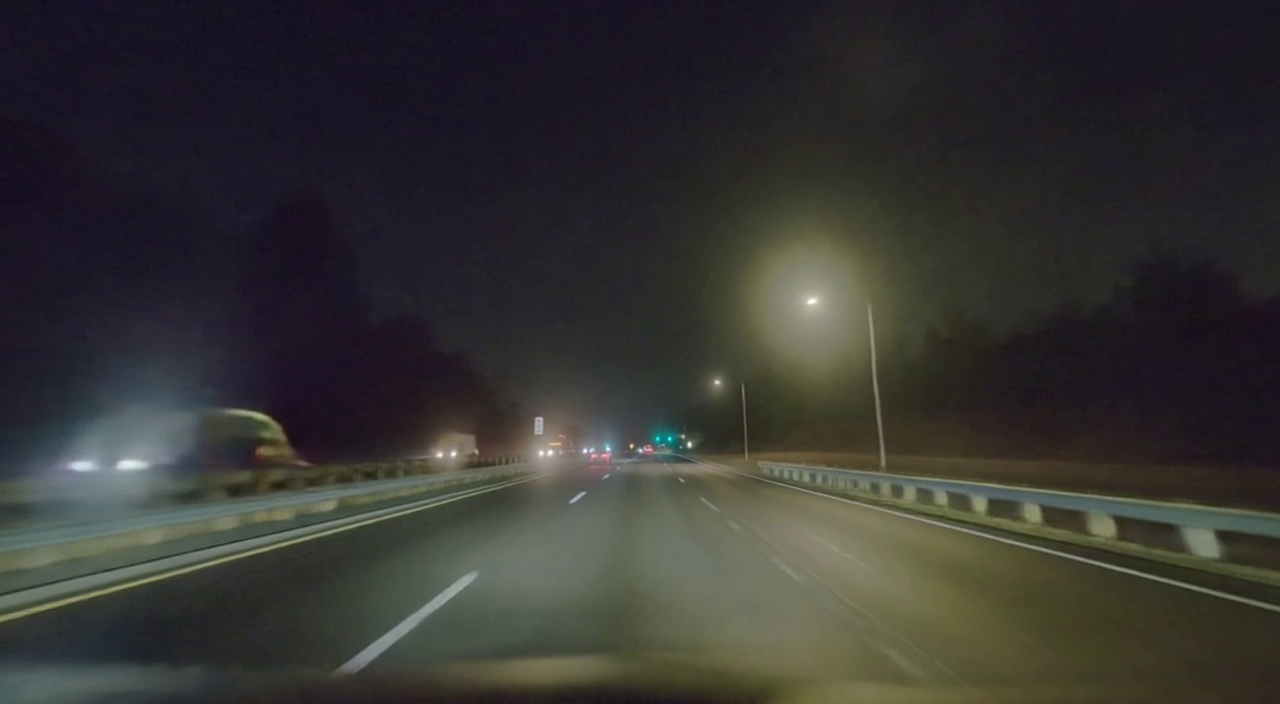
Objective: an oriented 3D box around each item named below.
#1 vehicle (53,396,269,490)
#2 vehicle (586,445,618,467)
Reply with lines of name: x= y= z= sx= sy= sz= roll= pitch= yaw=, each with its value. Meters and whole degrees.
vehicle: x=-18.162 y=3.611 z=24.762 sx=2.576 sy=3.132 sz=7.322 roll=0 pitch=-9 yaw=0
vehicle: x=-2.679 y=7.556 z=45.966 sx=1.991 sy=1.473 sz=4.707 roll=0 pitch=-9 yaw=1
